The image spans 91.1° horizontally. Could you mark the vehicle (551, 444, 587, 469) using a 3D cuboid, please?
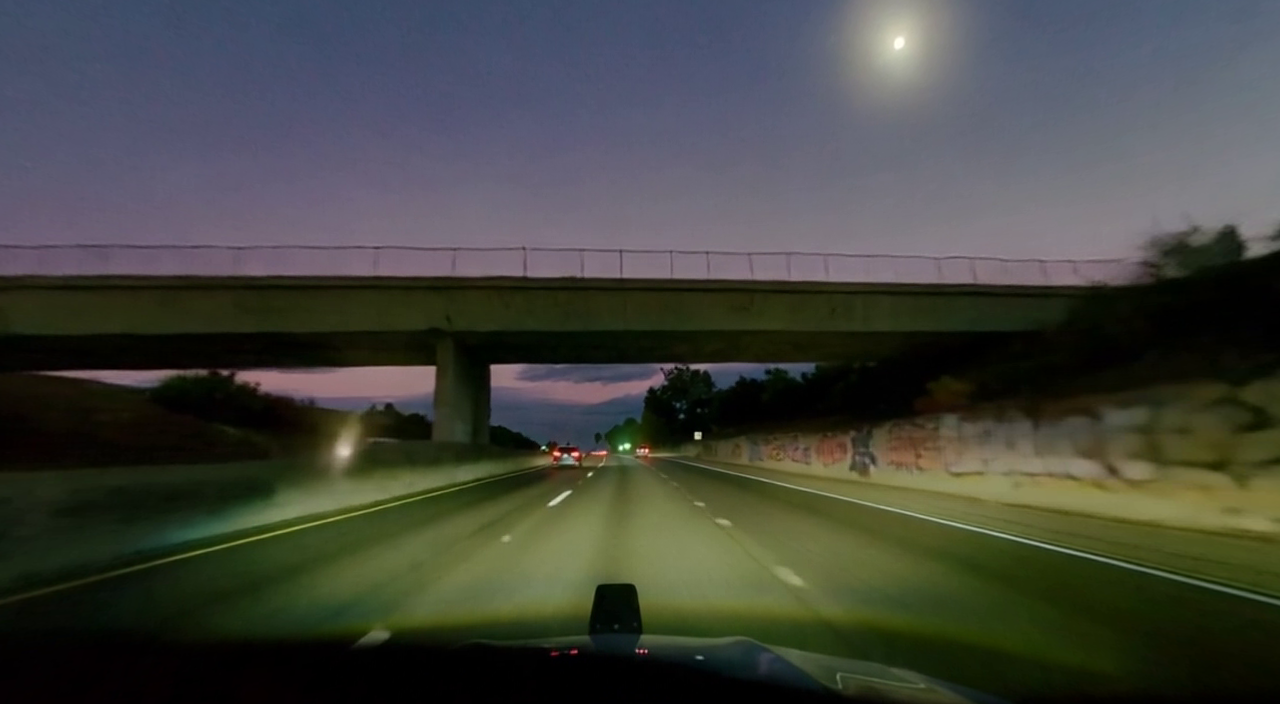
[{"bbox_3d":[-4.341,6.478,39.040,1.871,1.459,3.771,0,-9,-1],"label":"vehicle"}]

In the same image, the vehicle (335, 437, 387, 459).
[{"bbox_3d":[-20.952,7.229,47.398,1.973,1.585,4.484,0,-9,-2],"label":"vehicle"}]
